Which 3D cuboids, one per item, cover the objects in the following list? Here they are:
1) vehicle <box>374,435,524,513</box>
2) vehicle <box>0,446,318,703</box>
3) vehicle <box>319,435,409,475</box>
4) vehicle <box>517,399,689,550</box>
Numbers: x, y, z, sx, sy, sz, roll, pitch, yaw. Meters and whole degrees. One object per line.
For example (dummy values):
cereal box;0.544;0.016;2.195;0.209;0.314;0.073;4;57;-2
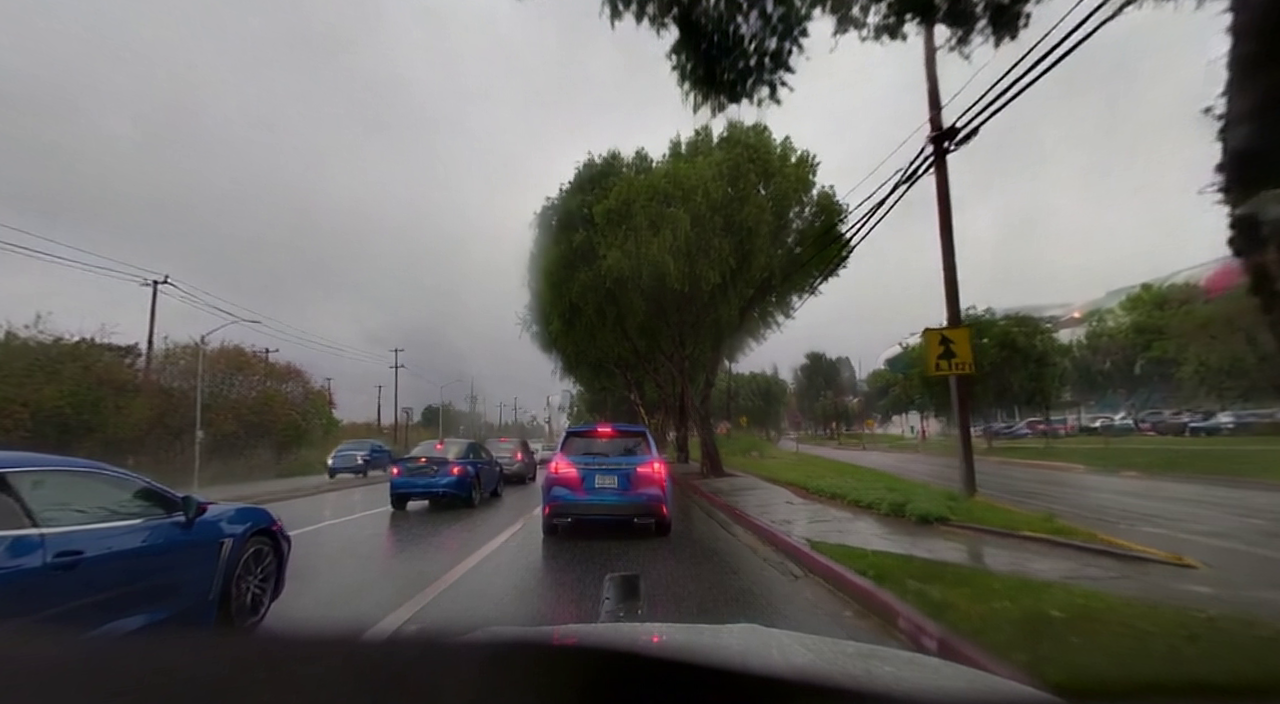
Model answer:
vehicle;-4.129;2.705;14.552;2.087;1.485;4.452;0;-8;0
vehicle;-3.753;1.149;3.232;1.865;1.314;4.461;0;-8;0
vehicle;-15.118;5.657;35.097;2.241;2.019;5.832;0;-8;1
vehicle;-0.469;1.730;9.467;2.012;1.769;3.897;0;-8;-1
